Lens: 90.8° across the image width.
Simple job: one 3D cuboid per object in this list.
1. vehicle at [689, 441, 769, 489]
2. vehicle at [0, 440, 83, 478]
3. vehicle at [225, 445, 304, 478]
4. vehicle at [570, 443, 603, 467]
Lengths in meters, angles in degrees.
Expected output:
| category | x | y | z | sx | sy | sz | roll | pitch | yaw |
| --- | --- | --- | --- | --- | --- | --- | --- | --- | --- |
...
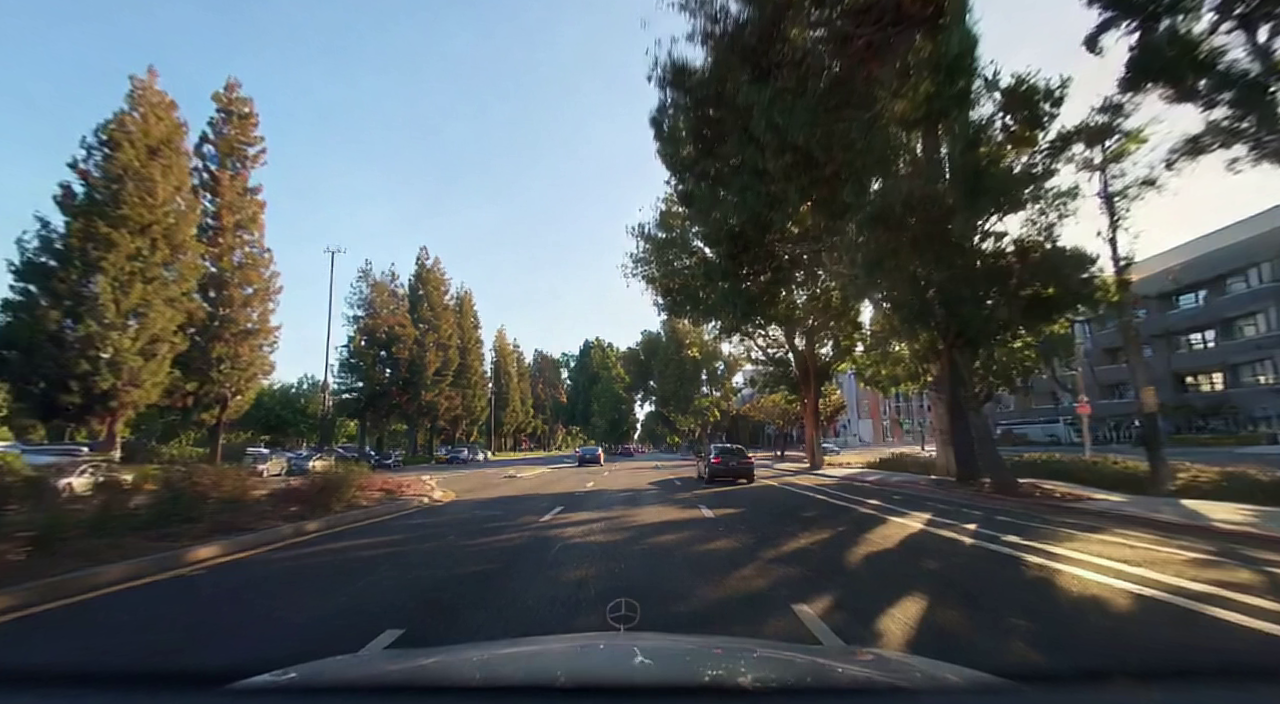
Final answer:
| category | x | y | z | sx | sy | sz | roll | pitch | yaw |
| --- | --- | --- | --- | --- | --- | --- | --- | --- | --- |
| vehicle | 2.947 | 3.852 | 21.850 | 1.966 | 1.449 | 4.290 | 0 | -9 | -2 |
| vehicle | -30.618 | 5.262 | 31.112 | 4.321 | 1.783 | 2.075 | 0 | -9 | 1 |
| vehicle | -22.439 | 6.543 | 38.003 | 1.995 | 1.801 | 4.711 | 0 | -9 | -2 |
| vehicle | -3.656 | 7.165 | 44.082 | 1.935 | 1.617 | 4.045 | 0 | -9 | 0 |
